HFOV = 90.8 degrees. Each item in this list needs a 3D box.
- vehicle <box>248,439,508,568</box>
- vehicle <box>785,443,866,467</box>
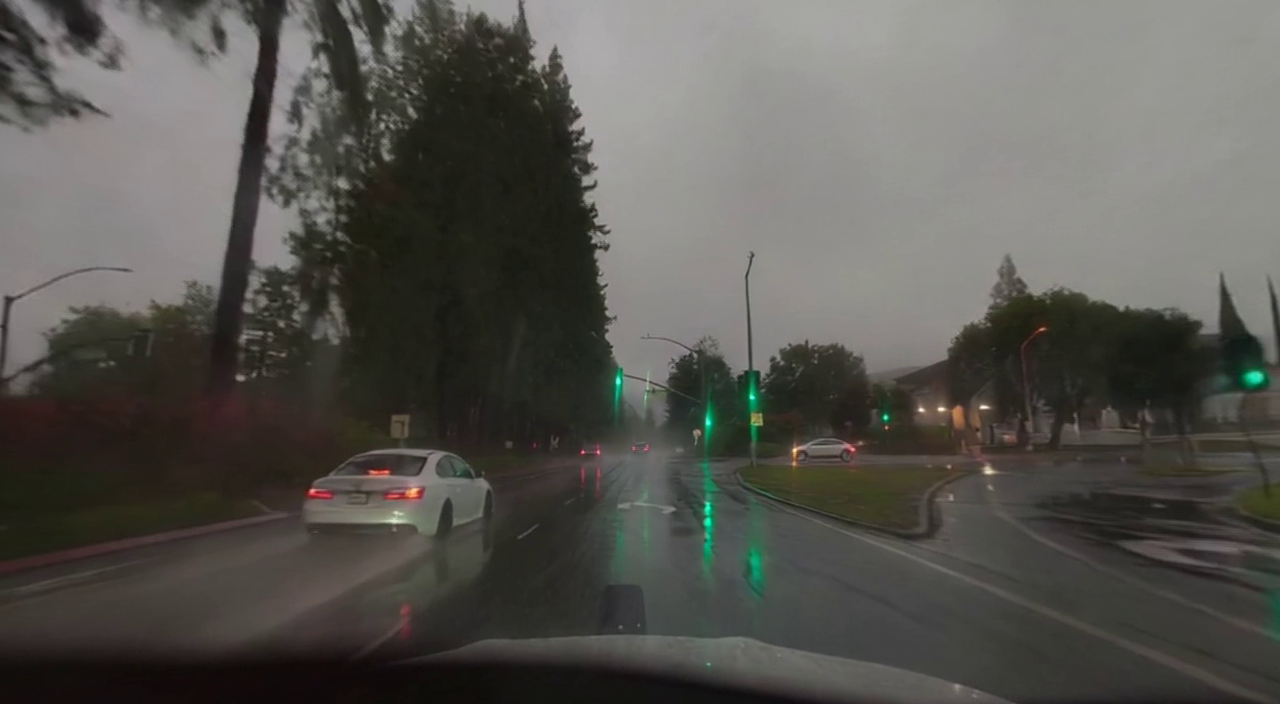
[{"bbox_3d":[-3.477,2.072,9.525,1.968,1.459,4.433,0,-8,1],"label":"vehicle"},{"bbox_3d":[11.977,6.651,40.907,4.632,1.473,1.889,0,-8,-3],"label":"vehicle"}]
